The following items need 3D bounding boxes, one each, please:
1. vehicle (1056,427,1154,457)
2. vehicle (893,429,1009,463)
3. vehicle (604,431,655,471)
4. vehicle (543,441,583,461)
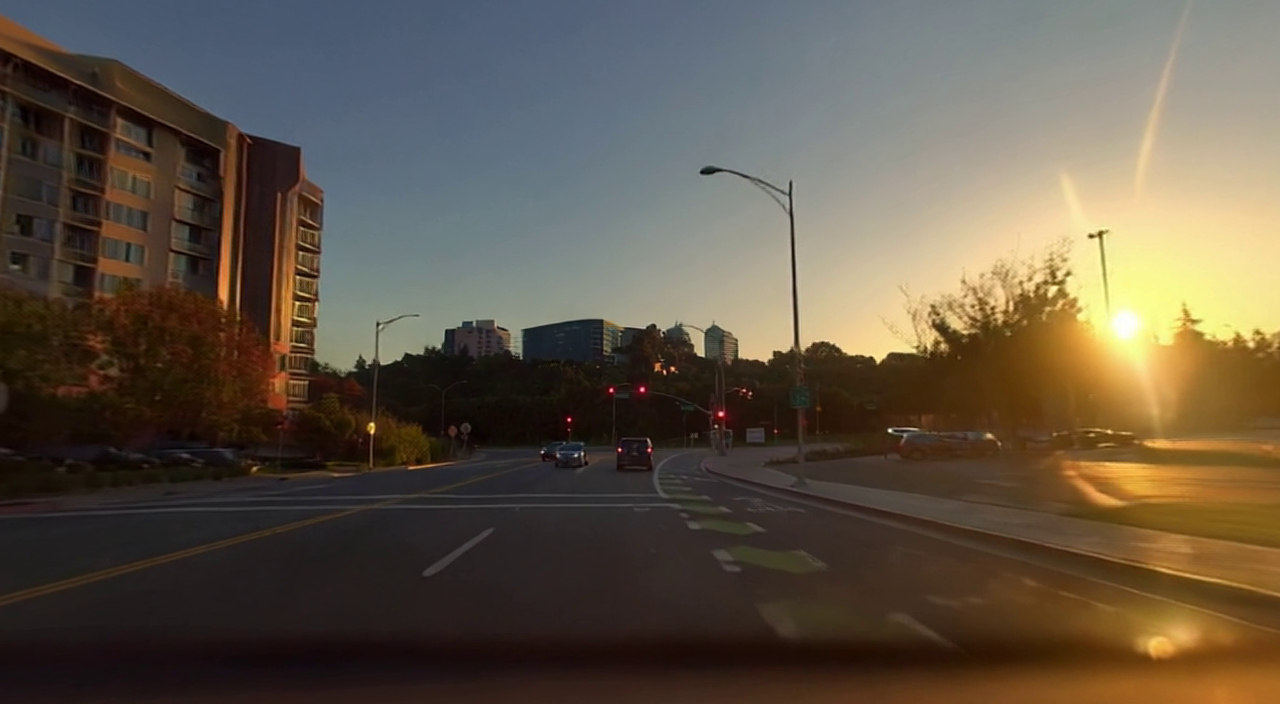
[{"bbox_3d":[29.055,5.651,39.602,4.504,1.759,1.955,0,-8,3],"label":"vehicle"},{"bbox_3d":[14.625,4.442,29.927,4.486,1.494,1.802,0,-9,5],"label":"vehicle"},{"bbox_3d":[-0.443,4.894,31.283,2.230,1.827,4.298,0,-8,3],"label":"vehicle"},{"bbox_3d":[-5.990,7.803,49.764,1.939,1.484,4.645,-1,-9,8],"label":"vehicle"}]
